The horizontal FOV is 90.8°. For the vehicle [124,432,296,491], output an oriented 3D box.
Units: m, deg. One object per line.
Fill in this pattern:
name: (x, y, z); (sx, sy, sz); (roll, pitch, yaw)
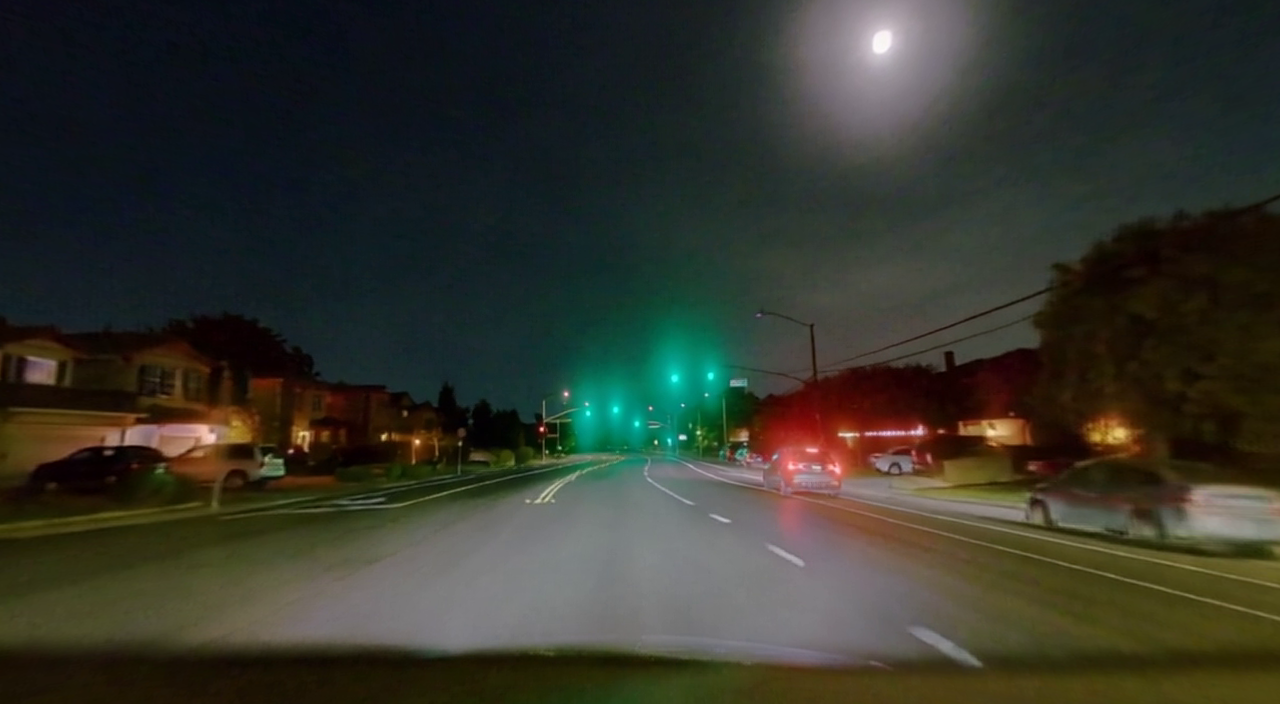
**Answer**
vehicle: (-17.766, 4.558, 26.379); (5.096, 2.070, 2.687); (2, -9, 2)

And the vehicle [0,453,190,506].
vehicle: (-17.695, 4.106, 20.545); (4.598, 1.445, 1.973); (-2, -9, 0)

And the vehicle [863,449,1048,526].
vehicle: (7.570, 3.245, 15.854); (1.934, 1.504, 4.928); (4, -9, -3)

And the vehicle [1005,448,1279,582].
vehicle: (7.978, 2.252, 9.665); (1.951, 1.528, 4.366); (1, -9, -4)

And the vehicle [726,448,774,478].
vehicle: (6.711, 6.794, 39.057); (2.064, 1.498, 4.877); (6, -8, 1)

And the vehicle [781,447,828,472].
vehicle: (10.618, 6.977, 41.120); (1.925, 1.490, 4.475); (-1, -9, 1)
